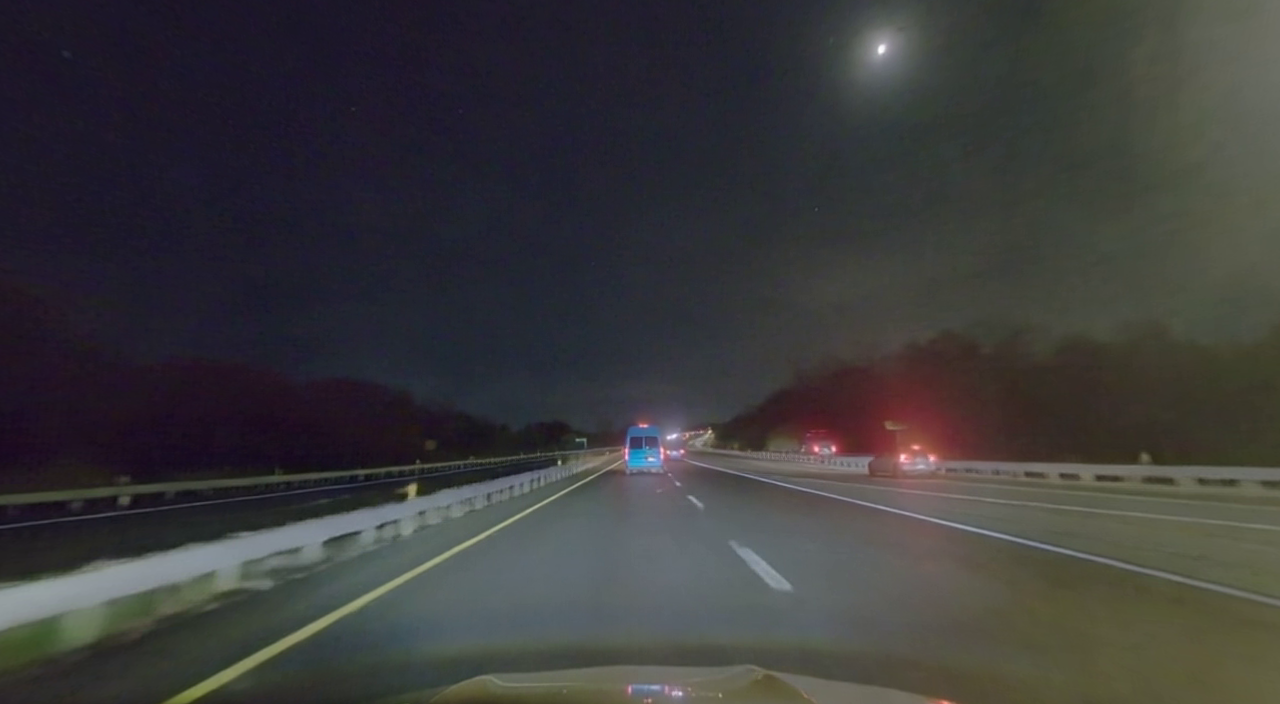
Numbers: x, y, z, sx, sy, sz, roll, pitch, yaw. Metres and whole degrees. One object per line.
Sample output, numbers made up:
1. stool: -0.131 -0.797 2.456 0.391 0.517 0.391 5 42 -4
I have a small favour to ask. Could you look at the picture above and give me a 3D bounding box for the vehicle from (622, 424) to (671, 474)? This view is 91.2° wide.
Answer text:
1. vehicle: 0.385 5.580 35.979 2.560 2.598 5.581 -1 -9 1
